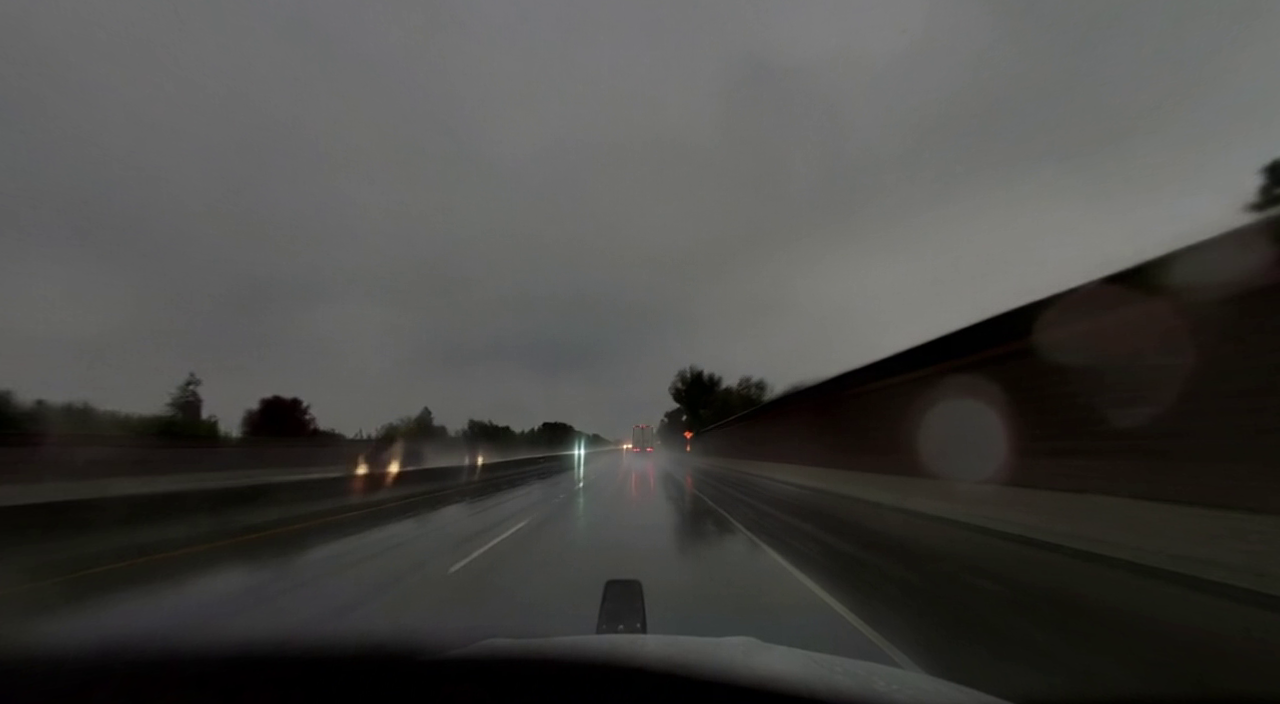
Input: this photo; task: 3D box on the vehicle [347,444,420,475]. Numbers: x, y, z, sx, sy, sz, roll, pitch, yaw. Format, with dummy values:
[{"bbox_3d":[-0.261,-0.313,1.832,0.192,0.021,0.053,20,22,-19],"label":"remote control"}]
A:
[{"bbox_3d":[-13.357,5.631,33.172,2.009,1.484,4.768,0,-9,-3],"label":"vehicle"}]
